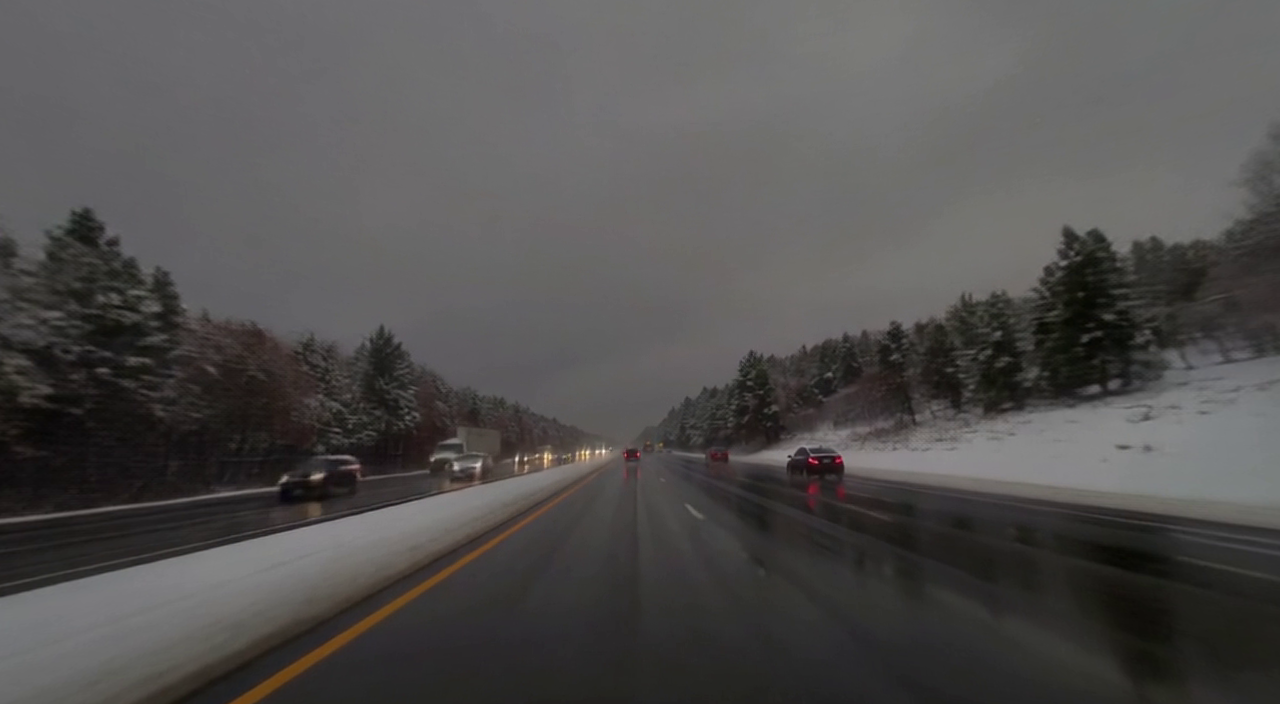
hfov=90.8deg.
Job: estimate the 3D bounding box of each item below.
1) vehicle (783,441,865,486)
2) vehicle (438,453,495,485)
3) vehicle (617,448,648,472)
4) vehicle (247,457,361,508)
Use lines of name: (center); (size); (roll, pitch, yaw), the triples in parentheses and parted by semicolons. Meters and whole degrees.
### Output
vehicle: (7.044, 4.295, 24.588); (1.903, 1.566, 3.866); (0, -9, -2)
vehicle: (-9.031, 6.114, 33.216); (1.857, 1.511, 3.838); (-1, -9, 1)
vehicle: (-0.479, 7.322, 43.071); (2.021, 1.507, 4.272); (0, -9, 0)
vehicle: (-12.443, 4.806, 23.737); (1.897, 1.659, 4.306); (0, -9, 0)
